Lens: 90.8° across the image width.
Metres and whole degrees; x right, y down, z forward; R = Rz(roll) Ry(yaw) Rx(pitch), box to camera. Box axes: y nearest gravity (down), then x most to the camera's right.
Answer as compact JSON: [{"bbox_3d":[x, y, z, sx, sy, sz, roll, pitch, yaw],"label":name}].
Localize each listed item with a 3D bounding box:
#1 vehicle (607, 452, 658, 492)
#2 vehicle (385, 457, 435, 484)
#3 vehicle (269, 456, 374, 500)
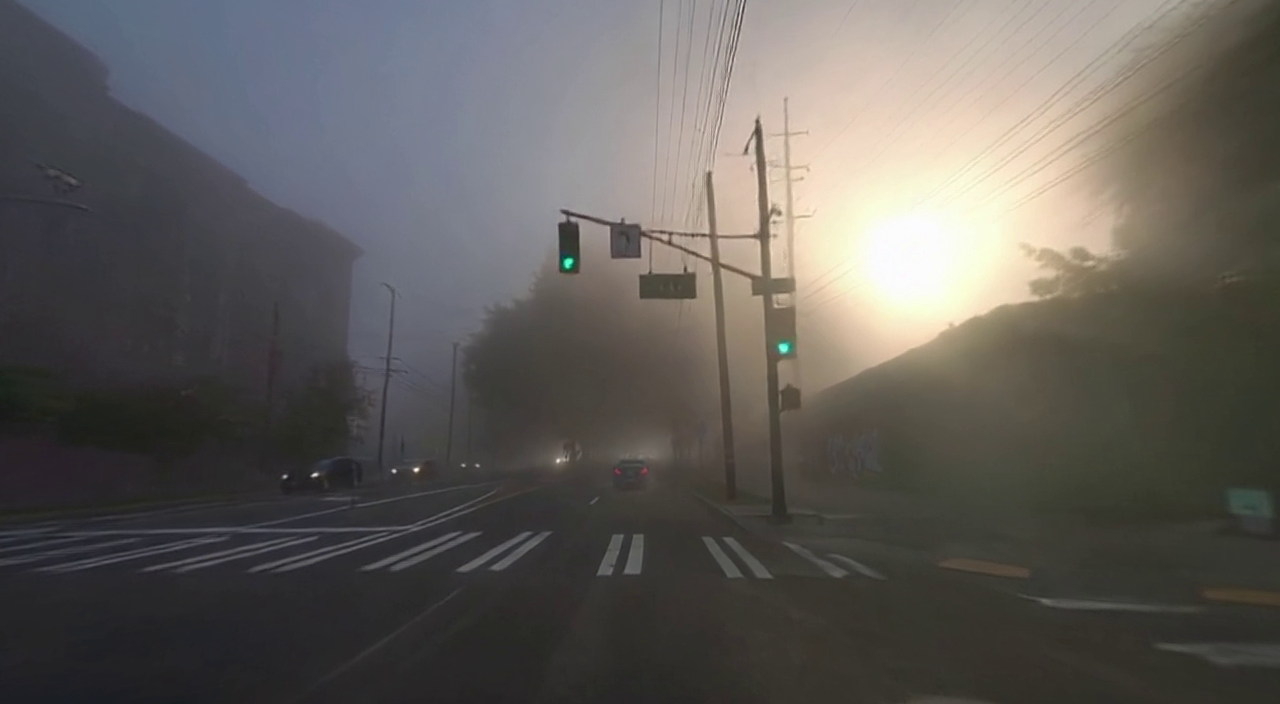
[{"bbox_3d":[-0.307,5.299,28.245,2.105,1.611,3.750,1,-9,0],"label":"vehicle"},{"bbox_3d":[-15.888,8.187,43.857,1.841,1.658,3.953,1,-9,1],"label":"vehicle"},{"bbox_3d":[-12.969,5.136,26.076,1.992,1.585,4.375,1,-9,1],"label":"vehicle"}]
